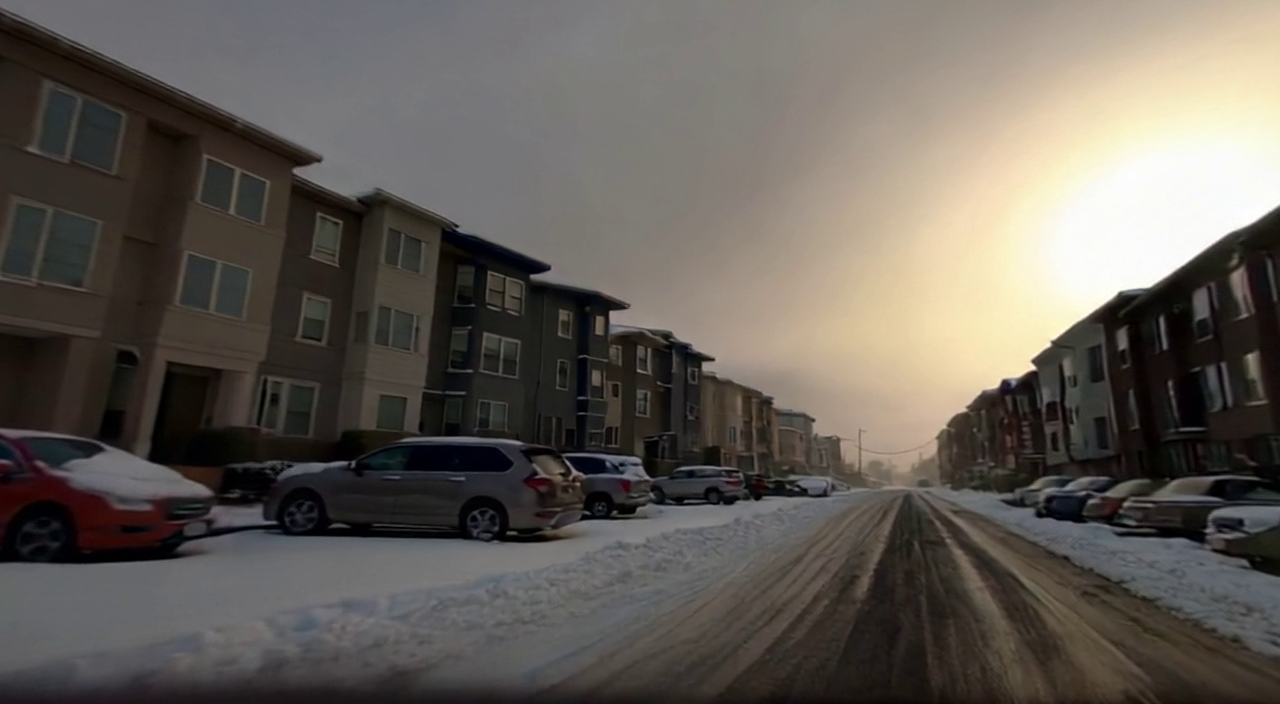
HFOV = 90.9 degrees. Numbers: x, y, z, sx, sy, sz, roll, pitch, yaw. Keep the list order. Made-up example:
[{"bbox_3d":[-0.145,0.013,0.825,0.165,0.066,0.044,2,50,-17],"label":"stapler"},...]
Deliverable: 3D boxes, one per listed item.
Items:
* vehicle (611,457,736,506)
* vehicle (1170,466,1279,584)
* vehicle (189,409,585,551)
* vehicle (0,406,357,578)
[{"bbox_3d":[1.267,4.969,24.476,4.450,1.707,1.902,2,-9,-15],"label":"vehicle"},{"bbox_3d":[10.730,2.408,8.821,4.573,1.502,1.926,-3,-9,20],"label":"vehicle"},{"bbox_3d":[-3.828,2.034,10.561,5.514,1.976,2.153,2,-9,-13],"label":"vehicle"},{"bbox_3d":[-6.009,1.519,7.231,4.648,1.659,1.897,2,-9,-11],"label":"vehicle"}]
